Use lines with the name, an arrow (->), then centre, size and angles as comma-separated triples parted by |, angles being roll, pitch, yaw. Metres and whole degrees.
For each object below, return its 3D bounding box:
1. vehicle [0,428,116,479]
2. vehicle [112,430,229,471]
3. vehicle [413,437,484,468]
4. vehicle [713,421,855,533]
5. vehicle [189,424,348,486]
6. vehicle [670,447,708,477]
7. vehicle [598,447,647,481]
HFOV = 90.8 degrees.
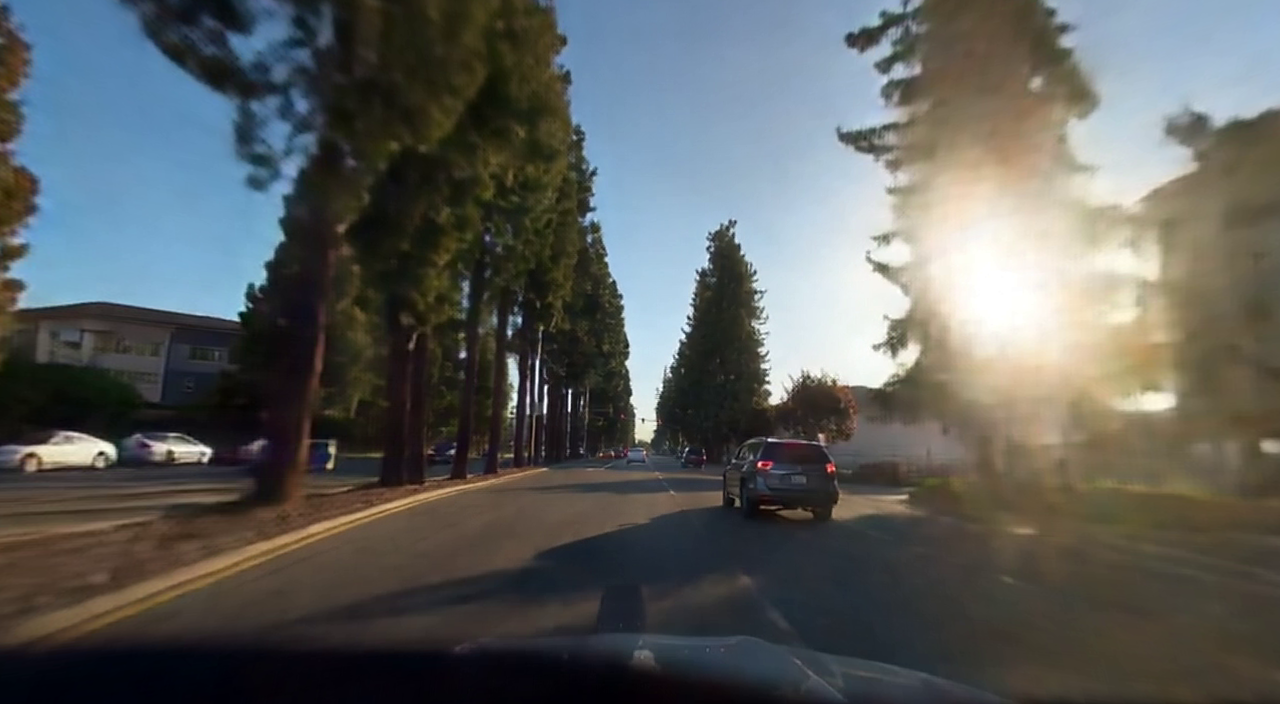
vehicle -> -19.240, 3.150, 19.655 | 1.913, 1.417, 4.592 | 0, -9, 0
vehicle -> -19.400, 4.111, 26.368 | 1.780, 1.546, 4.060 | 0, -9, -1
vehicle -> -11.609, 6.139, 38.764 | 2.496, 1.750, 5.670 | 0, -9, 1
vehicle -> 2.911, 2.631, 13.780 | 2.035, 1.940, 4.299 | 3, -9, -1
vehicle -> -11.187, 3.157, 19.526 | 2.105, 1.645, 4.590 | 0, -9, 0
vehicle -> 2.943, 6.697, 38.588 | 1.922, 1.708, 4.126 | 0, -9, -1
vehicle -> -0.741, 5.110, 29.118 | 2.119, 1.460, 3.847 | 0, -9, 0
